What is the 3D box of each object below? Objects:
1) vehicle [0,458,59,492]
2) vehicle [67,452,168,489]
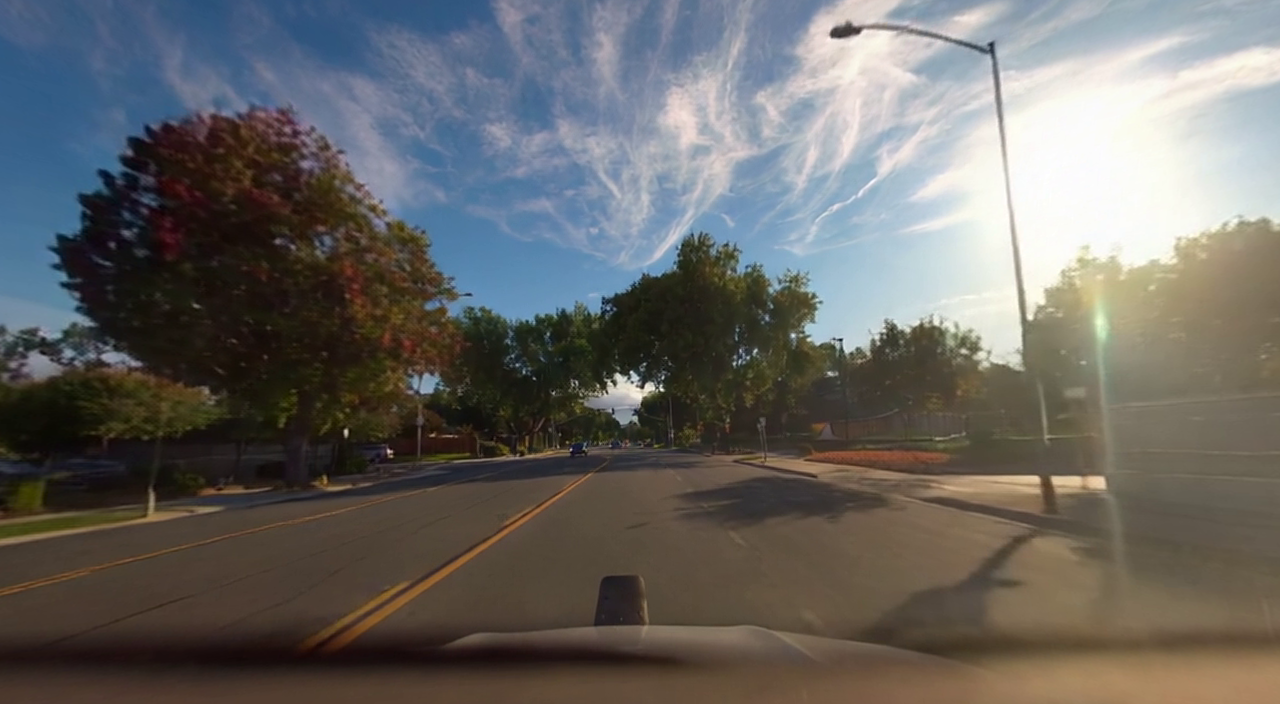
[{"bbox_3d":[-28.002,5.477,28.276,3.738,1.379,1.627,-5,-10,28],"label":"vehicle"},{"bbox_3d":[-23.649,5.302,28.554,4.791,1.421,1.985,-4,-9,32],"label":"vehicle"}]
